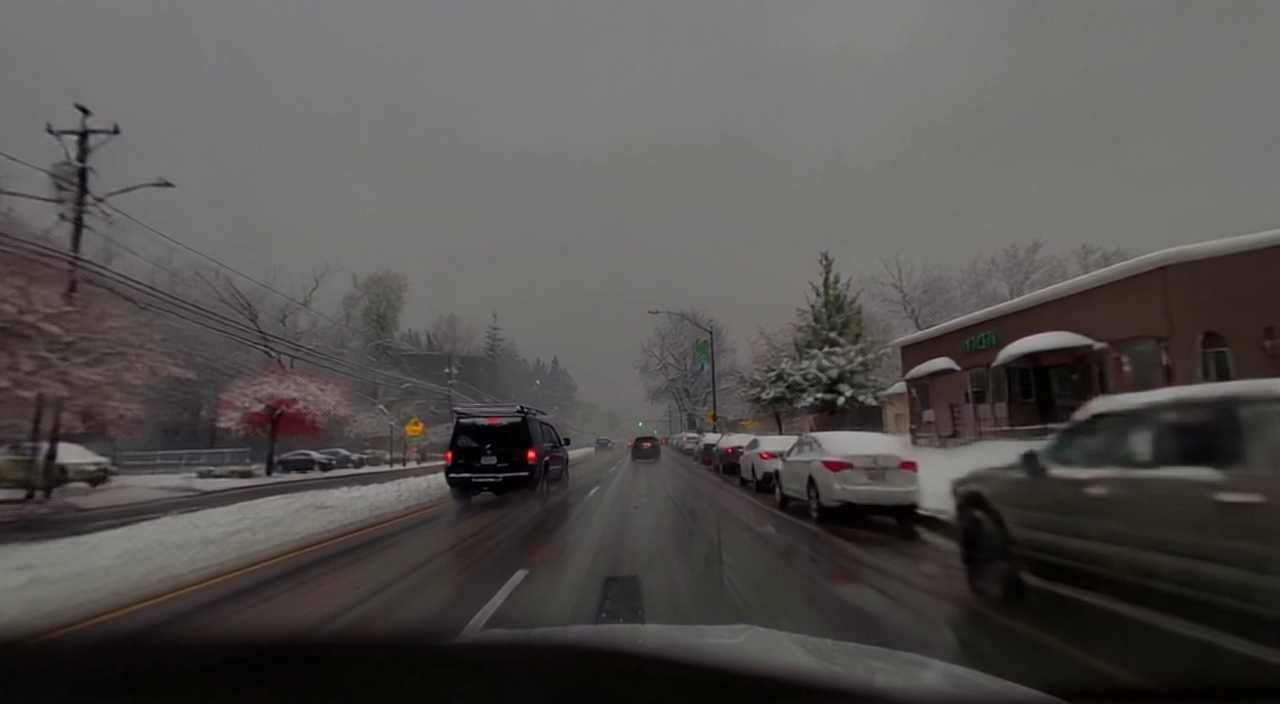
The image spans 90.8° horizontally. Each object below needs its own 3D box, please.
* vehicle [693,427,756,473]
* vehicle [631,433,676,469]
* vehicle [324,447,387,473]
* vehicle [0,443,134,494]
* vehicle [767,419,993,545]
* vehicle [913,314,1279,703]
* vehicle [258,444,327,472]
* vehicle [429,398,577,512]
[{"bbox_3d":[3.711,4.405,28.541,2.090,1.861,4.805,0,-8,-1],"label":"vehicle"},{"bbox_3d":[0.614,4.929,31.583,2.126,1.657,4.132,0,-8,0],"label":"vehicle"},{"bbox_3d":[-19.595,7.448,43.781,1.911,1.638,5.028,0,-8,1],"label":"vehicle"},{"bbox_3d":[-23.915,4.690,25.679,4.791,1.928,2.144,0,-8,0],"label":"vehicle"},{"bbox_3d":[3.586,2.017,10.501,1.931,1.625,4.409,0,-8,-1],"label":"vehicle"},{"bbox_3d":[3.848,0.864,3.319,2.081,1.888,5.986,0,-8,-1],"label":"vehicle"},{"bbox_3d":[-24.913,7.584,45.531,2.095,1.862,5.261,0,-8,-2],"label":"vehicle"},{"bbox_3d":[-2.835,2.310,14.493,2.213,2.123,5.124,0,-8,0],"label":"vehicle"}]
